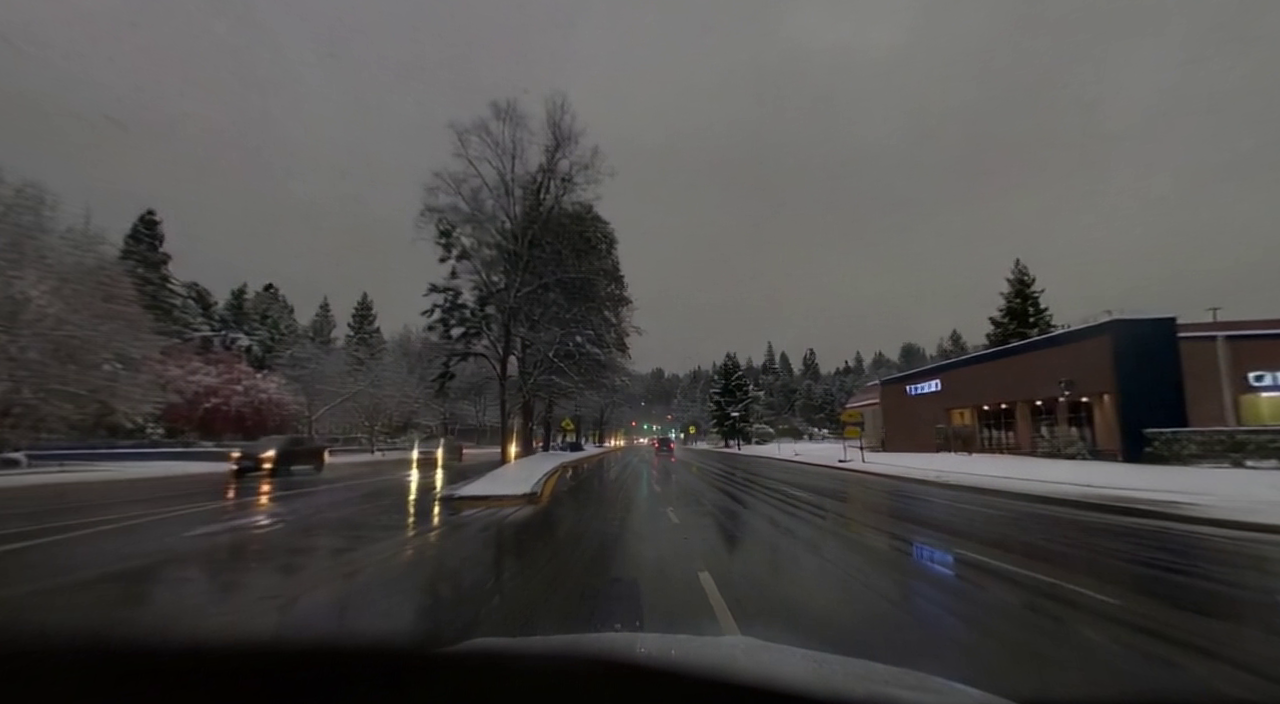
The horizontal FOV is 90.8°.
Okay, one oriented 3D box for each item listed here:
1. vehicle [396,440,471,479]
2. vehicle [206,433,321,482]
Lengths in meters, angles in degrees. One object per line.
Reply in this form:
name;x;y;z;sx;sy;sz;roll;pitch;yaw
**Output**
vehicle;-8.896;4.633;27.573;2.107;1.560;3.955;0;-8;-3
vehicle;-15.161;4.263;25.763;1.924;1.767;4.397;0;-8;0
